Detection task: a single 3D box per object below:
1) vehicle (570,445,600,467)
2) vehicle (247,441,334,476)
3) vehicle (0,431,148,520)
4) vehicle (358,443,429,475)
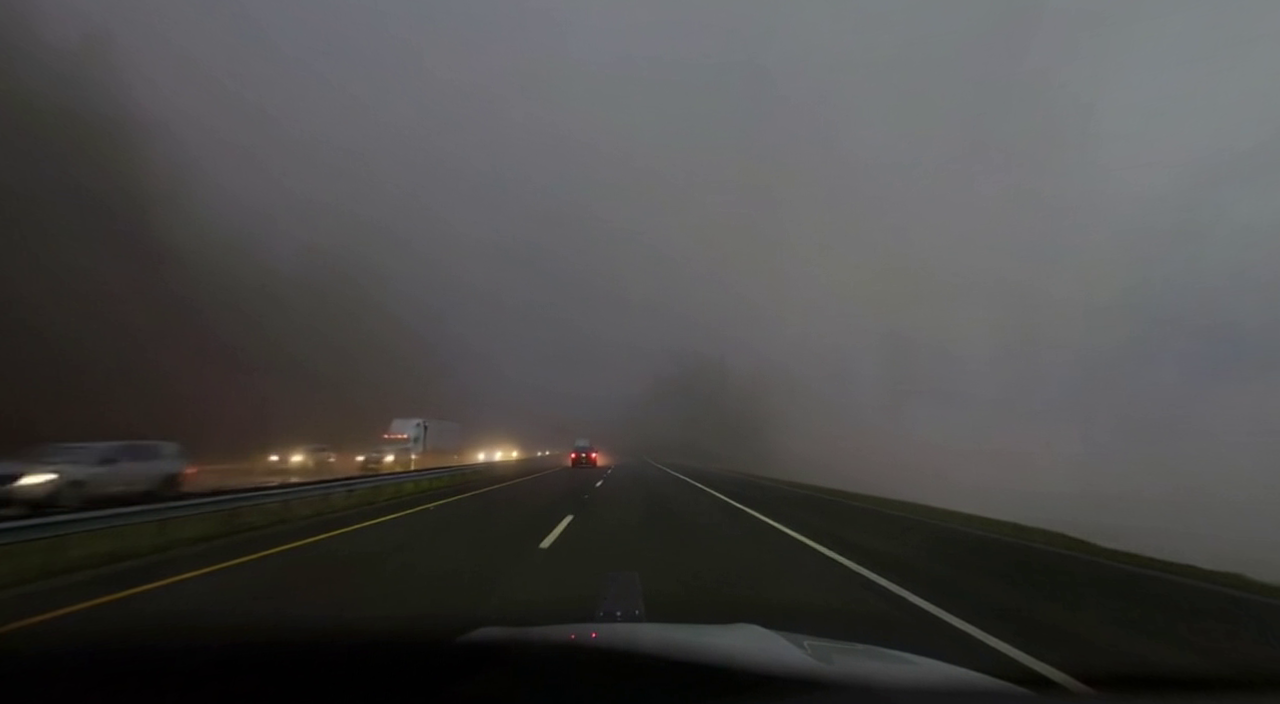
[{"bbox_3d":[-4.303,8.219,49.657,2.098,1.692,4.038,0,-9,0],"label":"vehicle"},{"bbox_3d":[-17.373,5.307,31.424,1.908,1.563,4.329,0,-9,-1],"label":"vehicle"},{"bbox_3d":[-11.597,2.218,11.428,1.887,1.473,4.124,0,-9,0],"label":"vehicle"},{"bbox_3d":[-12.522,5.439,32.112,1.898,1.498,4.375,0,-9,-1],"label":"vehicle"}]
